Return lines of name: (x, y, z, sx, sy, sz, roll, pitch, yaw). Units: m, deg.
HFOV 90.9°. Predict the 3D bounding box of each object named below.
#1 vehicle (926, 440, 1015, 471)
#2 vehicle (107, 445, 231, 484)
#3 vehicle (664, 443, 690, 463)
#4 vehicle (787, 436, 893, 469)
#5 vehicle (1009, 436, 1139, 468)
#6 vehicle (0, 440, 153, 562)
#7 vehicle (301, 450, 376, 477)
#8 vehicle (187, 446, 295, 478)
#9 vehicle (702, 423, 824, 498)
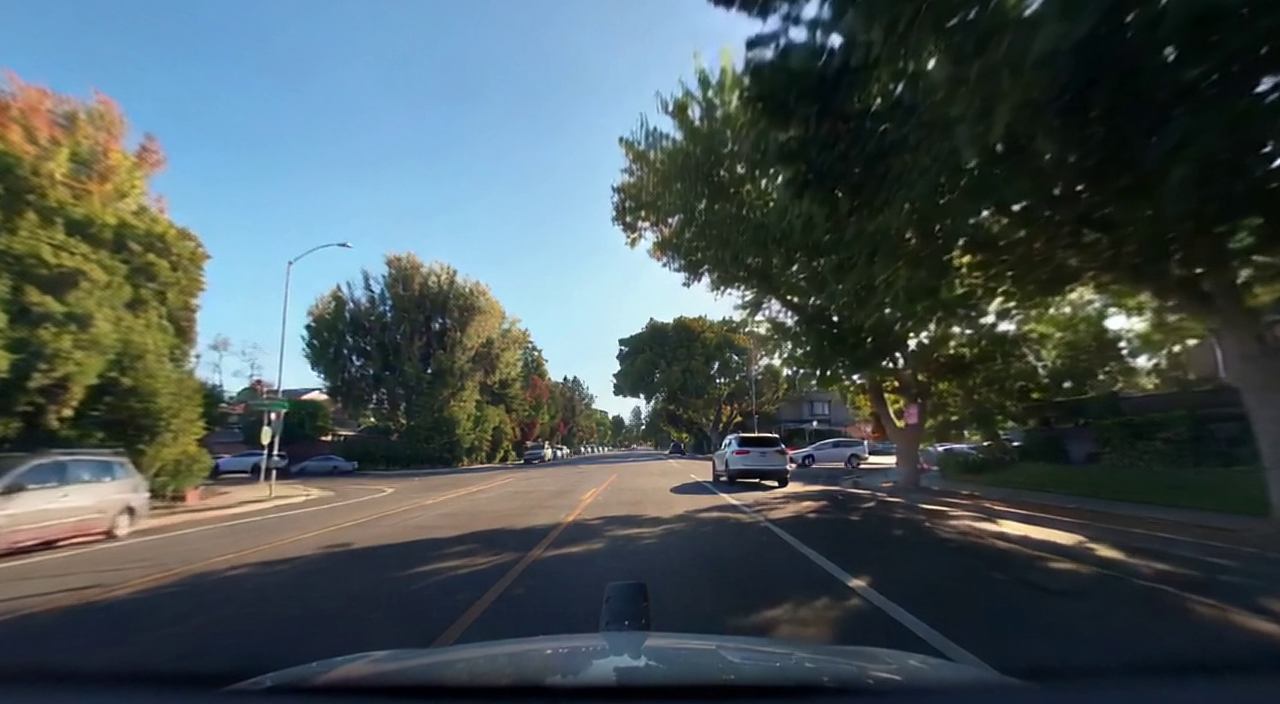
vehicle: (16.636, 5.217, 31.860, 3.467, 1.520, 1.801, 0, -8, 0)
vehicle: (-23.902, 5.684, 32.099, 4.644, 1.781, 2.084, 0, -6, 1)
vehicle: (2.876, 7.934, 49.748, 1.956, 1.492, 4.425, -1, -8, 2)
vehicle: (11.875, 5.977, 37.620, 5.539, 1.729, 2.145, -1, -8, -3)
vehicle: (21.943, 5.096, 32.054, 5.051, 1.527, 1.968, -1, -9, 2)
vehicle: (-10.538, 2.328, 9.875, 2.037, 1.790, 4.676, -2, -8, 1)
vehicle: (-19.960, 7.385, 41.787, 3.986, 1.665, 1.888, 0, -8, 1)
vehicle: (-26.274, 7.247, 41.653, 5.604, 2.035, 2.291, 0, -8, 1)
vehicle: (3.436, 3.193, 19.073, 2.497, 1.889, 5.833, 0, -8, 0)
